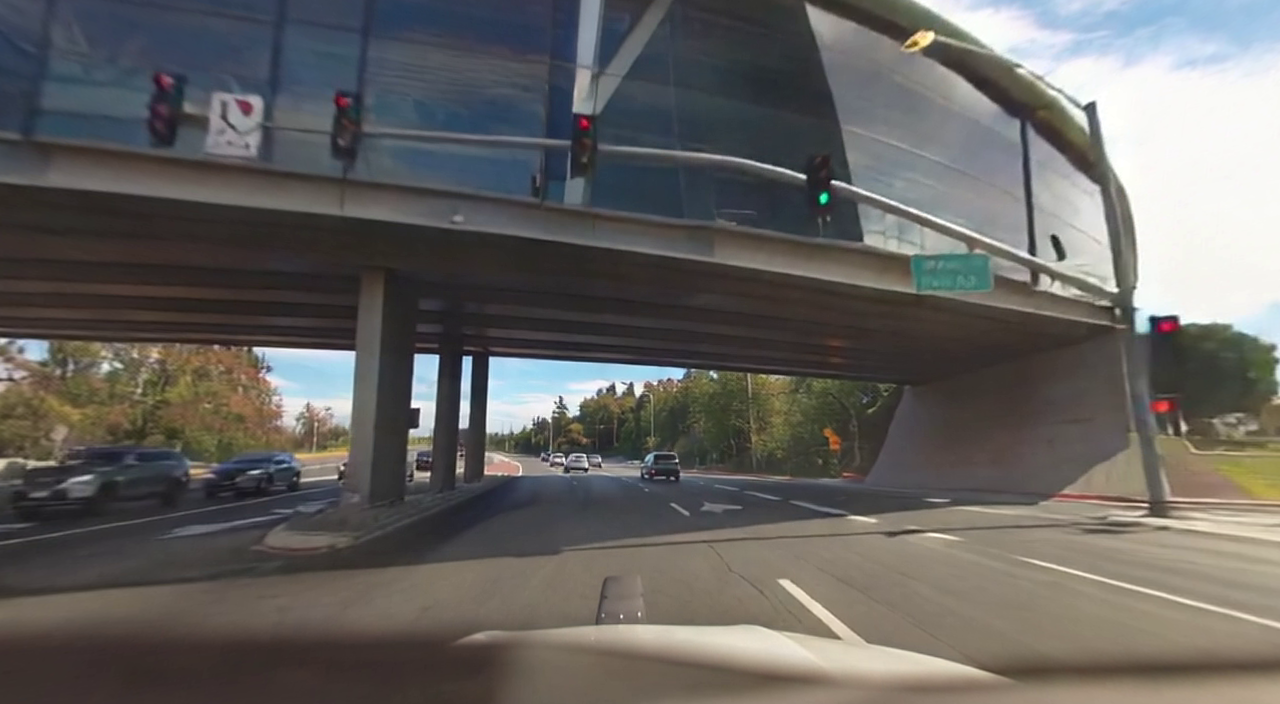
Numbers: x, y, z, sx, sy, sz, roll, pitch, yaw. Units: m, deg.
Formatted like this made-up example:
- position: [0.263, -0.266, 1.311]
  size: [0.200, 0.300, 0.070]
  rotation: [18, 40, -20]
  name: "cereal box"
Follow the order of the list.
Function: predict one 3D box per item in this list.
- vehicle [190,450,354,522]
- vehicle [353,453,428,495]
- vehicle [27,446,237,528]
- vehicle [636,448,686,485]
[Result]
- position: [-9.683, 3.502, 17.129]
  size: [1.961, 1.492, 4.479]
  rotation: [0, -7, -3]
  name: "vehicle"
- position: [-10.119, 4.928, 25.875]
  size: [1.722, 1.519, 3.826]
  rotation: [0, -9, -4]
  name: "vehicle"
- position: [-12.619, 3.302, 16.197]
  size: [1.989, 1.619, 4.612]
  rotation: [1, -7, -7]
  name: "vehicle"
- position: [1.007, 5.824, 32.432]
  size: [2.024, 1.724, 3.928]
  rotation: [1, -9, -6]
  name: "vehicle"
